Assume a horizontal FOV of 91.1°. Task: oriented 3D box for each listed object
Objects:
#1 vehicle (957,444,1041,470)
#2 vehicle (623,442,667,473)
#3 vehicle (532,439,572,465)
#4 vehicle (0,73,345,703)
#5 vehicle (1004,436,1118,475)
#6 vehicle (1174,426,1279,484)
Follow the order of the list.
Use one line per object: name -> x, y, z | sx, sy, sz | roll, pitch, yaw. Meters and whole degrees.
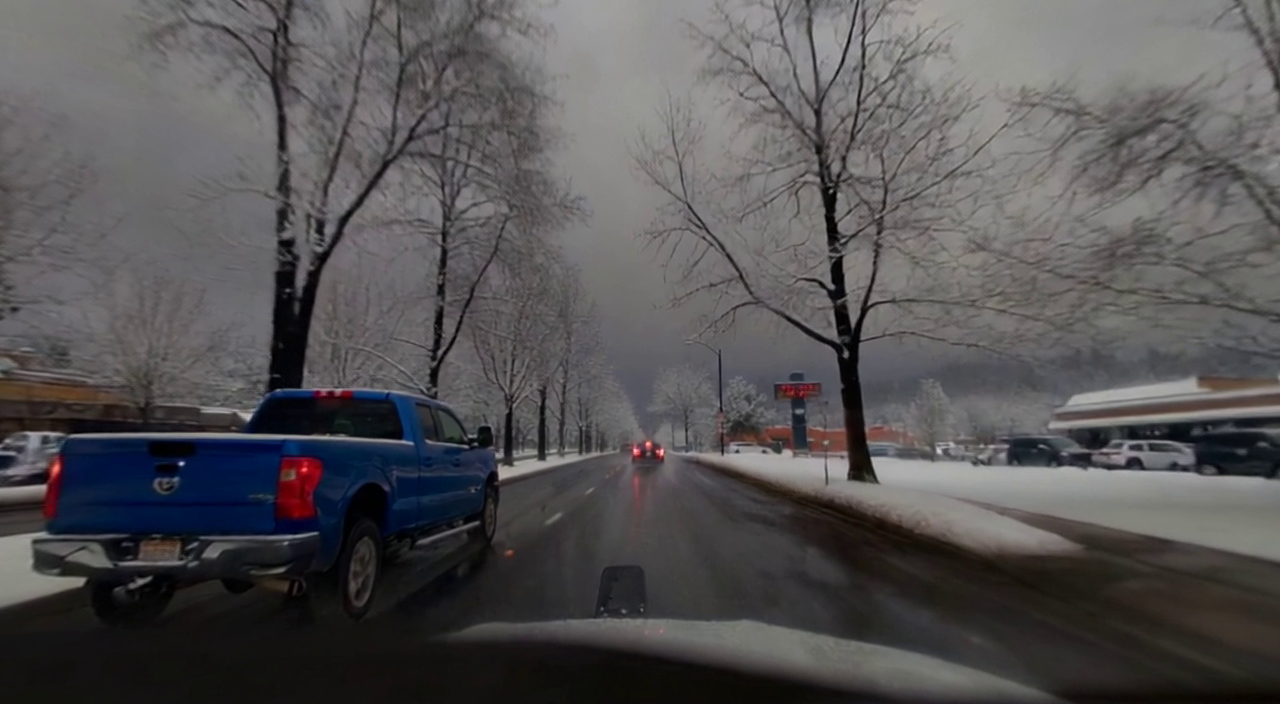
vehicle -> 22.682, 6.609, 39.728 | 4.437, 1.485, 2.027 | -4, -9, 32
vehicle -> 0.294, 5.624, 33.884 | 2.191, 1.530, 4.470 | 0, -8, 1
vehicle -> -6.524, 7.498, 47.197 | 2.146, 1.788, 5.153 | 0, -8, 2
vehicle -> -3.431, 0.290, 1.430 | 2.733, 2.495, 5.037 | 0, -8, 4
vehicle -> 20.913, 5.141, 31.424 | 4.501, 1.780, 2.082 | -5, -9, 30
vehicle -> 21.915, 3.555, 21.757 | 4.957, 1.882, 2.031 | -6, -10, 38
